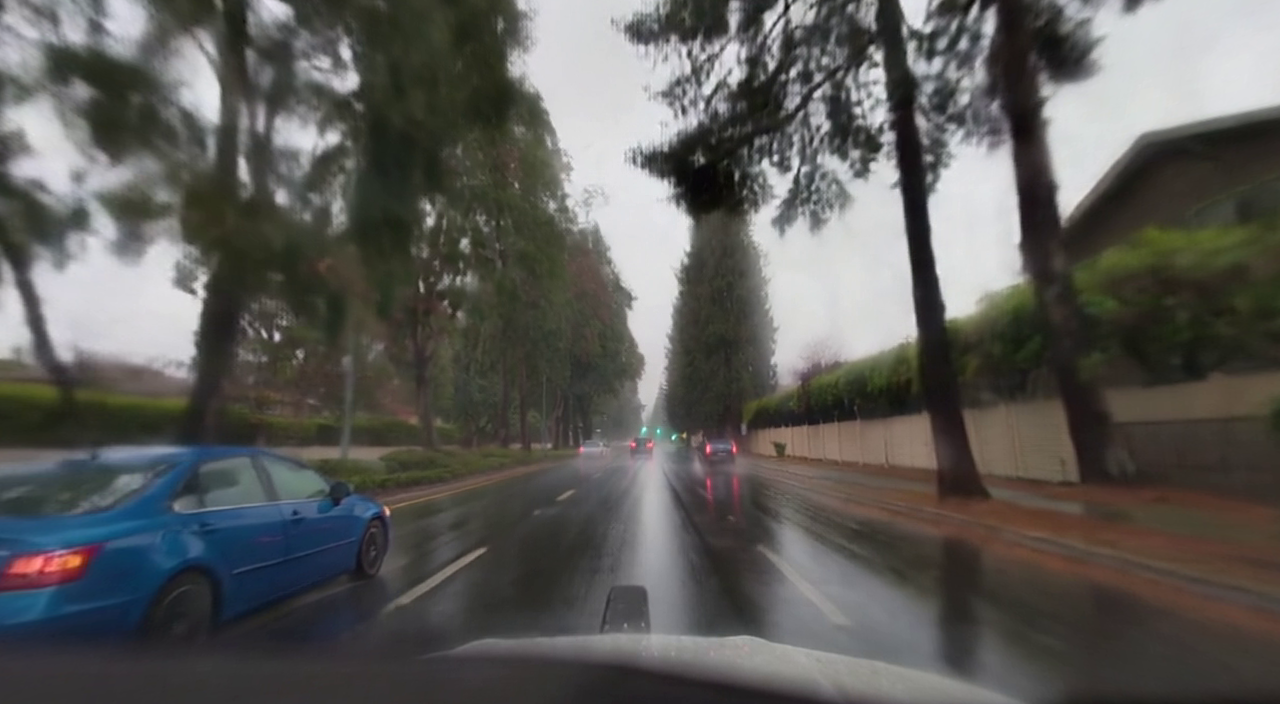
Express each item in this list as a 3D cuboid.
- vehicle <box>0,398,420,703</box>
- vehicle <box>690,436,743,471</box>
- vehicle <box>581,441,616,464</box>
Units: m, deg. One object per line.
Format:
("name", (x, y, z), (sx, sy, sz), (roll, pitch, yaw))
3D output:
("vehicle", (-3.537, 1.224, 4.402), (2.091, 1.503, 4.989), (0, -8, 1))
("vehicle", (3.912, 5.276, 33.024), (2.182, 1.688, 4.187), (0, -8, -1))
("vehicle", (-2.721, 6.723, 42.265), (1.940, 1.473, 4.133), (0, -8, 2))
